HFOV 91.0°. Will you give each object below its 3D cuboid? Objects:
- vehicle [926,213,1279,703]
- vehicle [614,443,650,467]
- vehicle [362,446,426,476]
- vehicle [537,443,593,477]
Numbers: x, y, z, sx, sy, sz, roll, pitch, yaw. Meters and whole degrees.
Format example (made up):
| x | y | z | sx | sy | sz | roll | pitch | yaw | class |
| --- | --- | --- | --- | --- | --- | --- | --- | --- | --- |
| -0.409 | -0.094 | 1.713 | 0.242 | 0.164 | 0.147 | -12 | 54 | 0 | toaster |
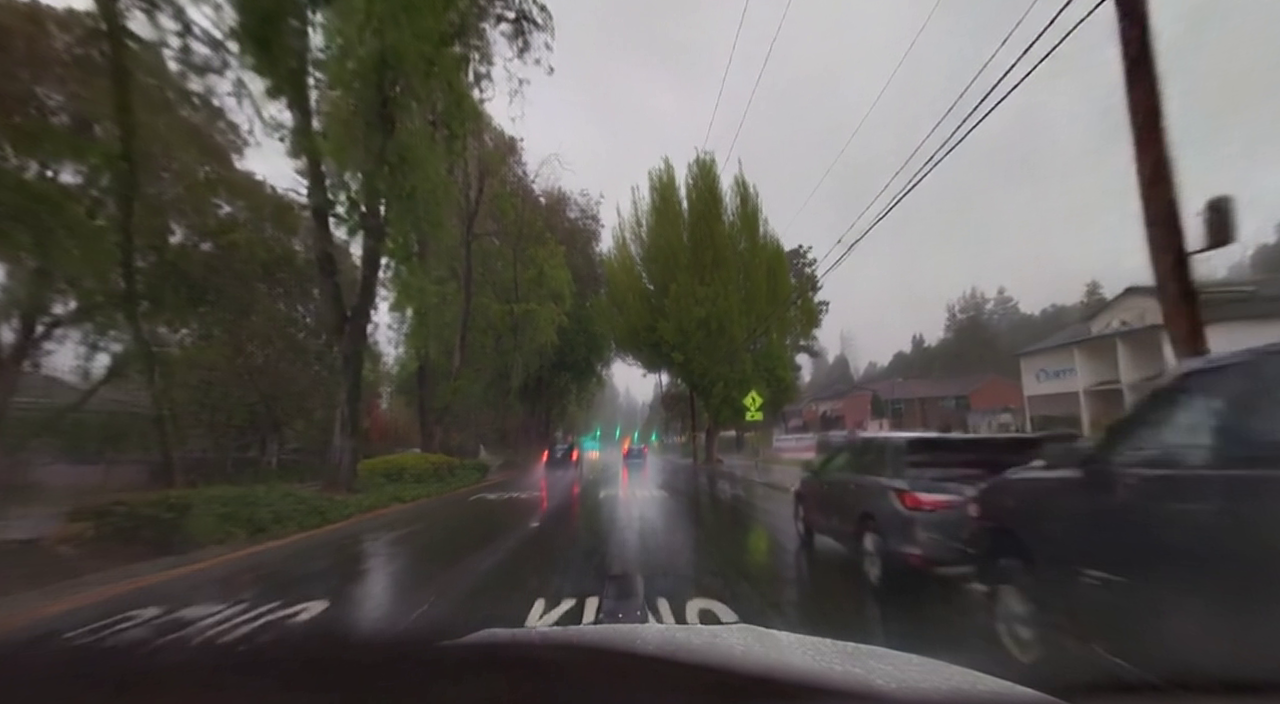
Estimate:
| x | y | z | sx | sy | sz | roll | pitch | yaw | class |
| --- | --- | --- | --- | --- | --- | --- | --- | --- | --- |
| 3.036 | 0.519 | 1.543 | 2.072 | 2.017 | 5.590 | 0 | -9 | 1 | vehicle |
| -0.497 | 6.666 | 40.798 | 2.187 | 1.478 | 4.138 | 0 | -9 | -1 | vehicle |
| -15.768 | 6.995 | 40.626 | 2.074 | 1.769 | 4.704 | 0 | -9 | 2 | vehicle |
| -3.472 | 5.093 | 29.921 | 2.083 | 1.460 | 4.527 | 0 | -9 | 0 | vehicle |
